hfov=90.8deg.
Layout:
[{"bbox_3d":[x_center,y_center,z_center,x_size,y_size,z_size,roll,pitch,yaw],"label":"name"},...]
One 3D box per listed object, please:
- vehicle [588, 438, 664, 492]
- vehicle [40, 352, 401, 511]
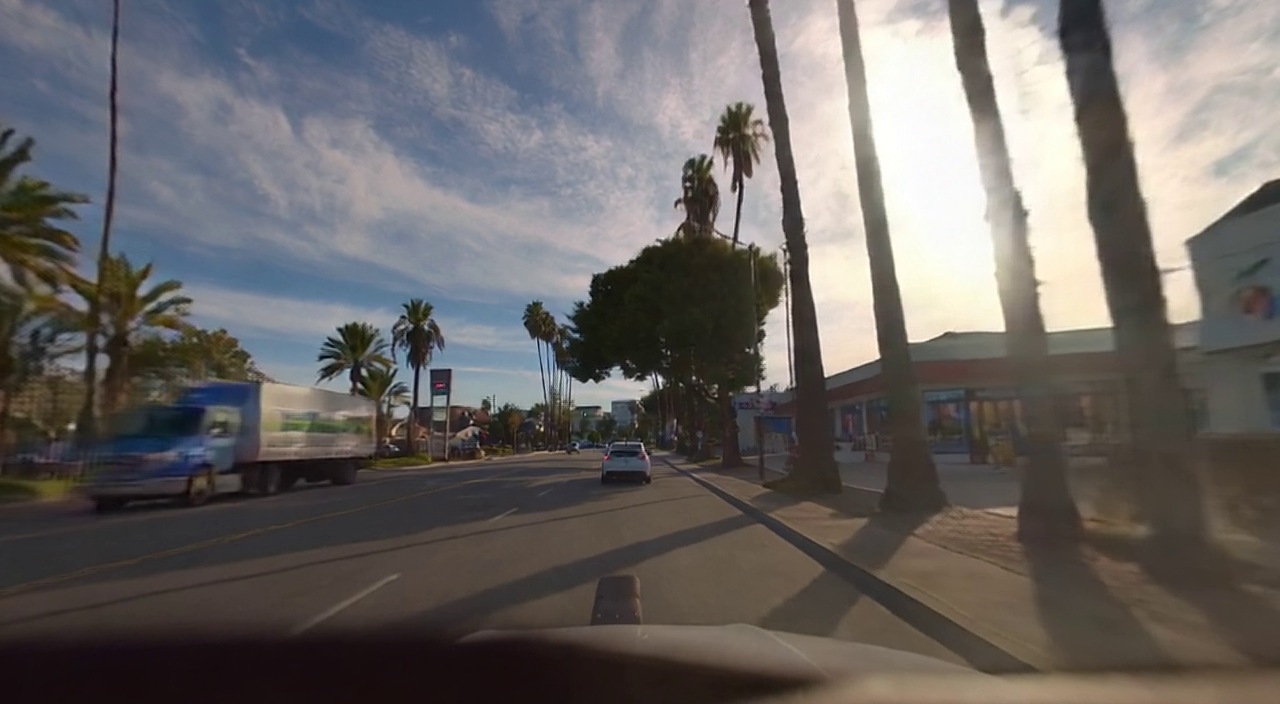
[{"bbox_3d":[-0.409,3.428,19.509,2.076,1.486,4.119,0,-8,-1],"label":"vehicle"},{"bbox_3d":[-11.643,2.673,20.331,3.022,3.532,12.586,0,-8,0],"label":"vehicle"}]
